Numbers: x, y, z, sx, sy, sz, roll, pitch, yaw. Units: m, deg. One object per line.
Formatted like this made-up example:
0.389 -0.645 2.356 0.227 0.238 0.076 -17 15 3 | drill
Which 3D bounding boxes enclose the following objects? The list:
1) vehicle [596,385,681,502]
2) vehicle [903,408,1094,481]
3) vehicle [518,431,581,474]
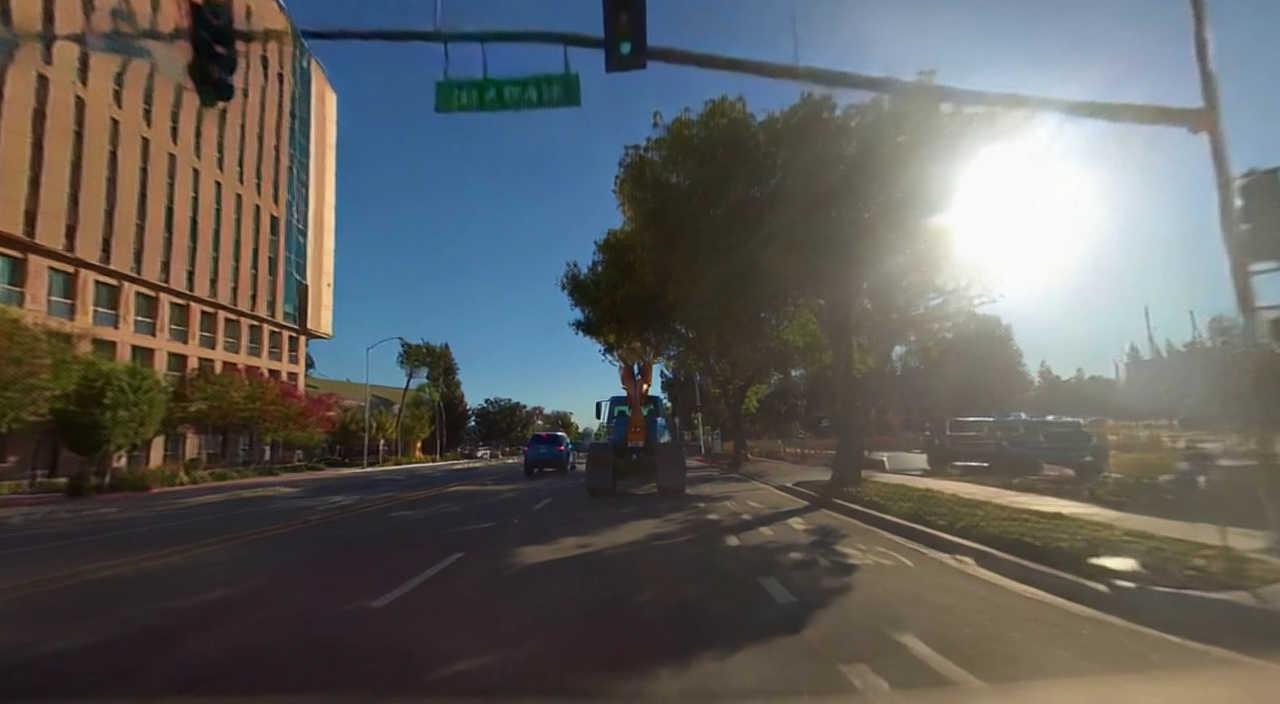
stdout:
-0.230 3.510 24.489 2.552 3.461 11.044 0 -8 -2 | vehicle
10.066 2.661 18.299 2.186 1.783 4.716 0 -8 -10 | vehicle
-3.848 4.366 27.488 2.081 1.688 4.235 0 -9 0 | vehicle
